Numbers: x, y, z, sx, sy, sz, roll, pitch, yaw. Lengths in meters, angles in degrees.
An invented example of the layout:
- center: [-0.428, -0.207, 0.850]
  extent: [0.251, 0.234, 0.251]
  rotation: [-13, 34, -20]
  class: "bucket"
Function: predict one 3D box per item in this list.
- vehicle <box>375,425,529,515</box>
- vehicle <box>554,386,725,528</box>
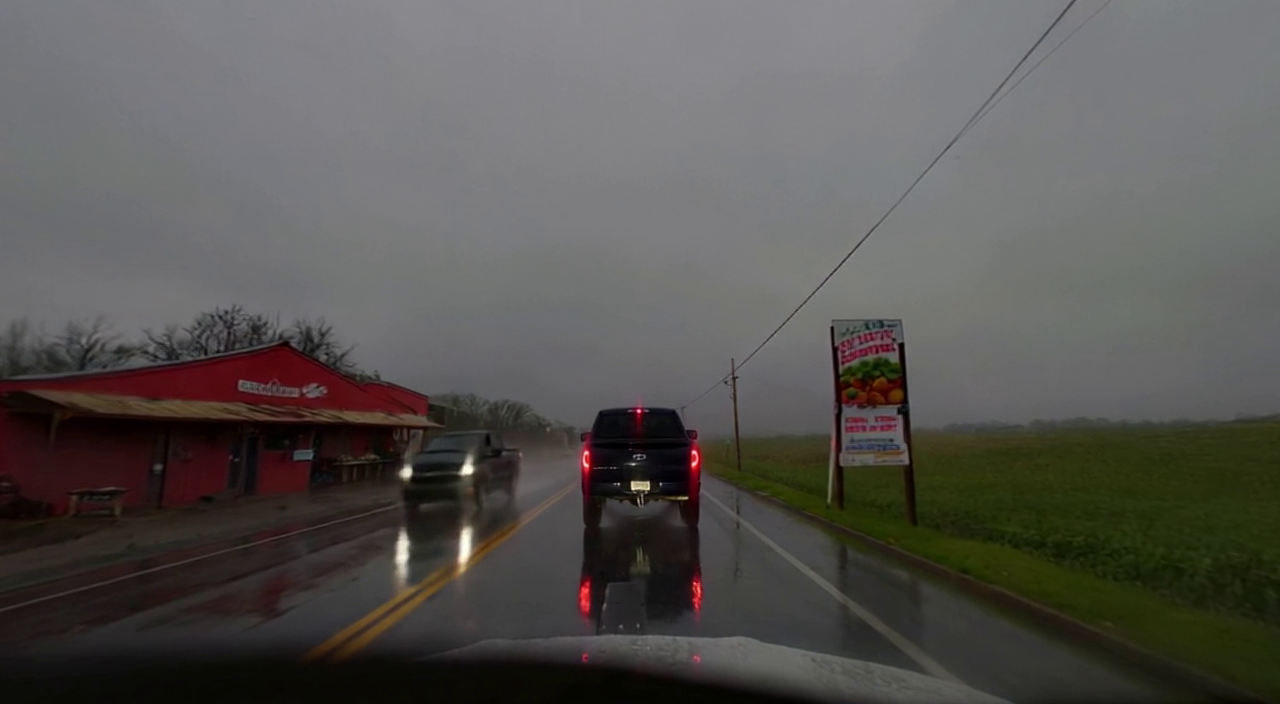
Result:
- center: [-4.091, 2.654, 14.745]
  extent: [2.190, 1.746, 4.616]
  rotation: [0, -8, 0]
  class: "vehicle"
- center: [-0.089, 2.089, 13.008]
  extent: [2.693, 2.223, 5.885]
  rotation: [0, -8, -2]
  class: "vehicle"
